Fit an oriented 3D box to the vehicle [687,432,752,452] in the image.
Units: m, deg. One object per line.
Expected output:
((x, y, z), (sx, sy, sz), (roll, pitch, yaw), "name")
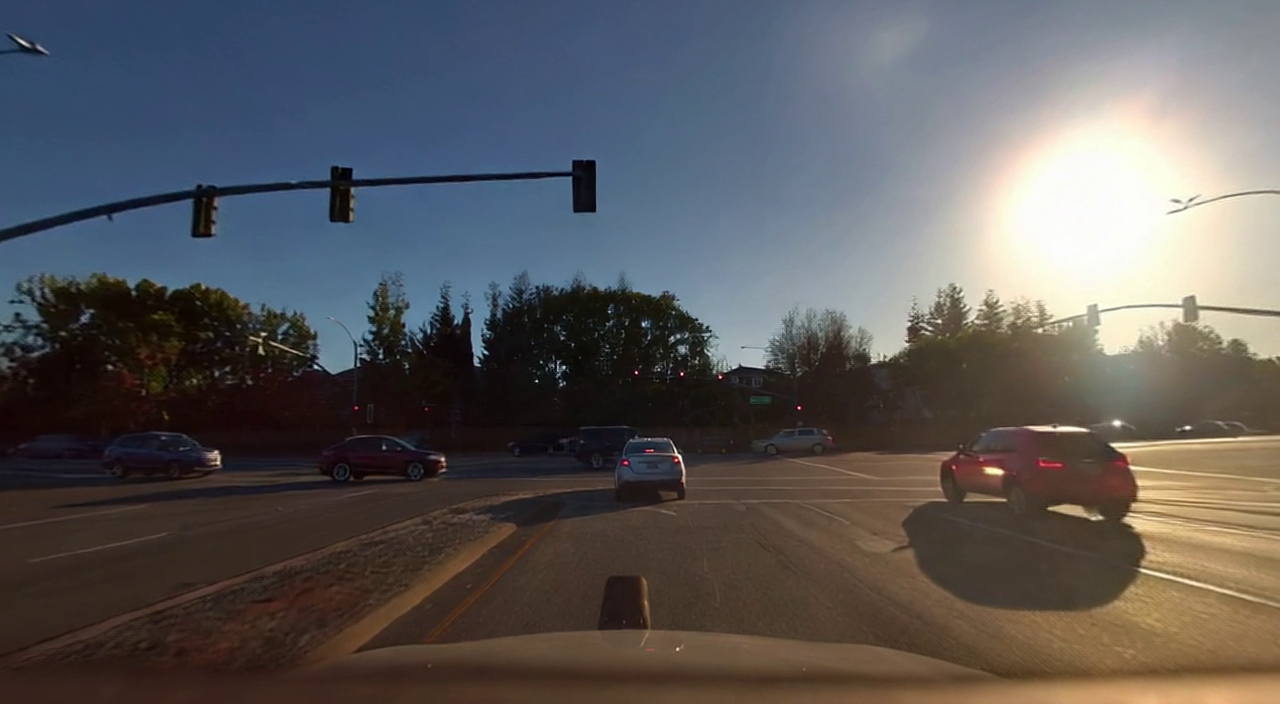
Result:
((5.821, 6.620, 46.305), (4.507, 1.440, 1.736), (0, -8, -1), "vehicle")

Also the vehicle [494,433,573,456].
((-7.036, 6.152, 42.049), (4.944, 1.488, 1.807), (0, -8, 0), "vehicle")

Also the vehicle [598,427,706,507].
((0.191, 2.455, 13.883), (2.041, 1.485, 3.813), (0, -8, -1), "vehicle")

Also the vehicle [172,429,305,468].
((-19.022, 4.602, 30.031), (4.921, 1.757, 2.036), (-1, -8, 2), "vehicle")

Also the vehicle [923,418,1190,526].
((7.175, 2.103, 11.575), (1.901, 1.577, 4.348), (0, -8, 0), "vehicle")

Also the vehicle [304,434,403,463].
((-15.221, 5.140, 33.603), (4.399, 1.445, 1.769), (-1, -8, 2), "vehicle")

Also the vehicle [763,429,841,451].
((10.723, 5.874, 42.045), (4.667, 1.450, 1.818), (0, -8, 0), "vehicle")

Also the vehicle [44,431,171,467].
((-28.153, 5.139, 33.466), (4.833, 1.784, 2.027), (0, -8, 0), "vehicle")
